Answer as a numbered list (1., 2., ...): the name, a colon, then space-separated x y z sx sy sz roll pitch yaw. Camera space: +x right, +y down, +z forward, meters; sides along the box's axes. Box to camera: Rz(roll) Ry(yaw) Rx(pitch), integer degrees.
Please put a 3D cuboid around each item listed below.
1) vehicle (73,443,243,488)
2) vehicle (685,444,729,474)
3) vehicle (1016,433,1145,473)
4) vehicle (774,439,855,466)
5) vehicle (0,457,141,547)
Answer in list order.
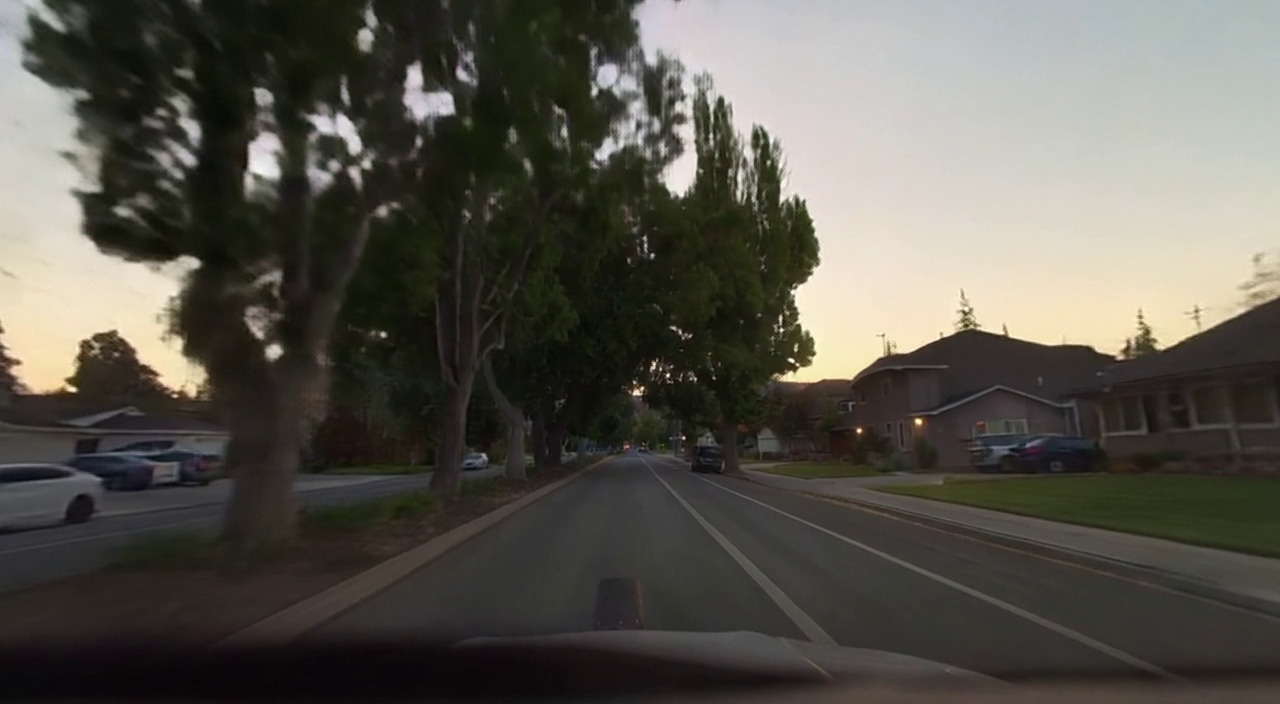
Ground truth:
1. vehicle: -21.598 5.088 28.540 5.705 1.907 2.142 0 -9 -4
2. vehicle: 3.973 6.456 38.381 2.045 1.677 4.509 0 -8 -1
3. vehicle: 18.108 4.166 26.126 3.858 1.583 1.931 0 -8 -2
4. vehicle: 11.701 6.752 42.601 4.860 1.772 2.007 1 -8 -4
5. vehicle: -12.879 3.022 12.834 1.936 1.504 4.456 -2 -7 -2
